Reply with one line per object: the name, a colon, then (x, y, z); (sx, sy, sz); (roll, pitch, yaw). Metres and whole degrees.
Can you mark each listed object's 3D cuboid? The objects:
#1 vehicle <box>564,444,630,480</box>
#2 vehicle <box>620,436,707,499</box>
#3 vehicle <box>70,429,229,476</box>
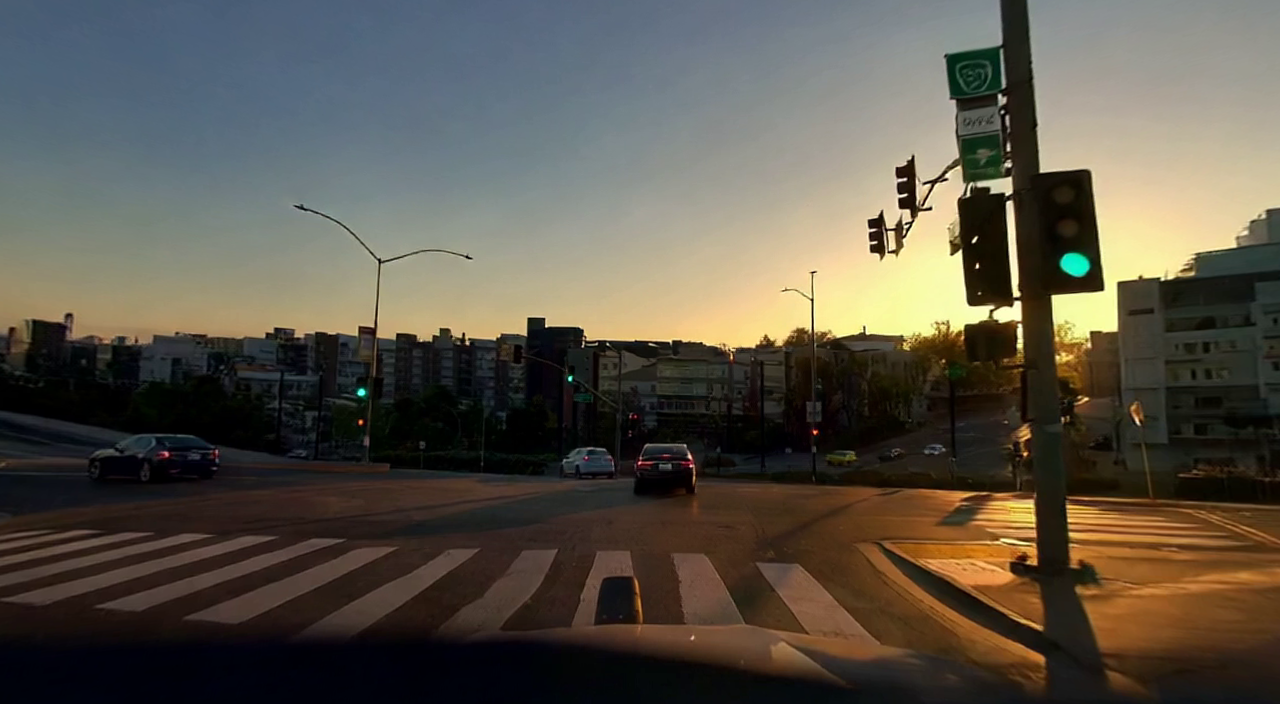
vehicle: (-2.151, 5.271, 30.656); (2.007, 1.605, 3.852); (3, -9, -23)
vehicle: (0.513, 3.133, 17.526); (2.048, 1.516, 3.874); (0, -9, -3)
vehicle: (-18.163, 3.718, 23.386); (5.413, 1.572, 2.325); (-4, -9, 25)
